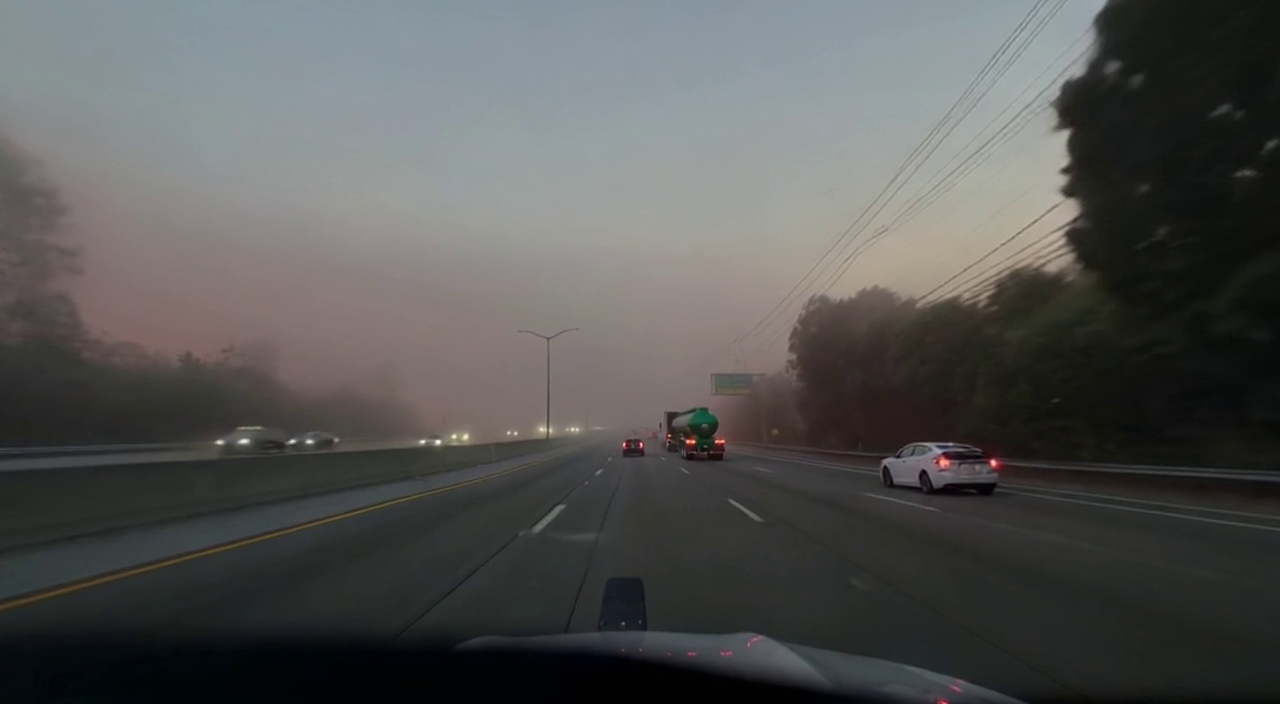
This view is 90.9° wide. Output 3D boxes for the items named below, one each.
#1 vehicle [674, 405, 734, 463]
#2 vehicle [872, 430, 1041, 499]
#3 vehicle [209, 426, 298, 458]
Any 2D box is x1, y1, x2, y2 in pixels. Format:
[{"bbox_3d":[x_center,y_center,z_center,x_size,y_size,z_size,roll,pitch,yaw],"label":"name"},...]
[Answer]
[{"bbox_3d":[3.754,5.070,38.764,2.791,3.179,8.074,0,-8,0],"label":"vehicle"},{"bbox_3d":[7.759,2.782,16.092,1.905,1.480,4.624,0,-8,0],"label":"vehicle"},{"bbox_3d":[-25.039,5.862,41.146,2.219,1.863,5.715,0,-8,0],"label":"vehicle"}]
